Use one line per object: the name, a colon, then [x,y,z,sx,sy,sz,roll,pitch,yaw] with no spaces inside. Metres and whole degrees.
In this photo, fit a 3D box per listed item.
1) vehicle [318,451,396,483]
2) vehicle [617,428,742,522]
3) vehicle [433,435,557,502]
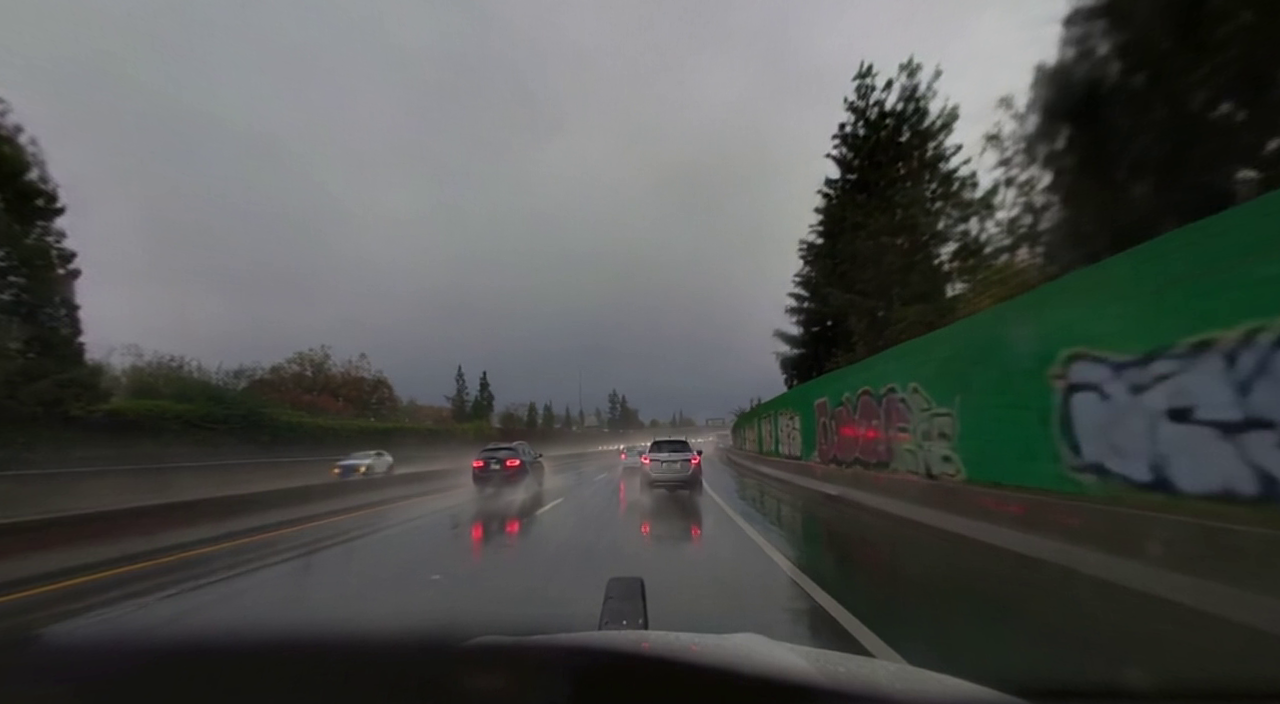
vehicle: [-14.614,5.949,32.814,1.993,1.515,4.243,0,-8,2]
vehicle: [0.686,2.328,12.441,2.077,1.533,3.854,0,-8,1]
vehicle: [-3.536,2.923,16.268,2.059,1.471,4.152,0,-8,2]
